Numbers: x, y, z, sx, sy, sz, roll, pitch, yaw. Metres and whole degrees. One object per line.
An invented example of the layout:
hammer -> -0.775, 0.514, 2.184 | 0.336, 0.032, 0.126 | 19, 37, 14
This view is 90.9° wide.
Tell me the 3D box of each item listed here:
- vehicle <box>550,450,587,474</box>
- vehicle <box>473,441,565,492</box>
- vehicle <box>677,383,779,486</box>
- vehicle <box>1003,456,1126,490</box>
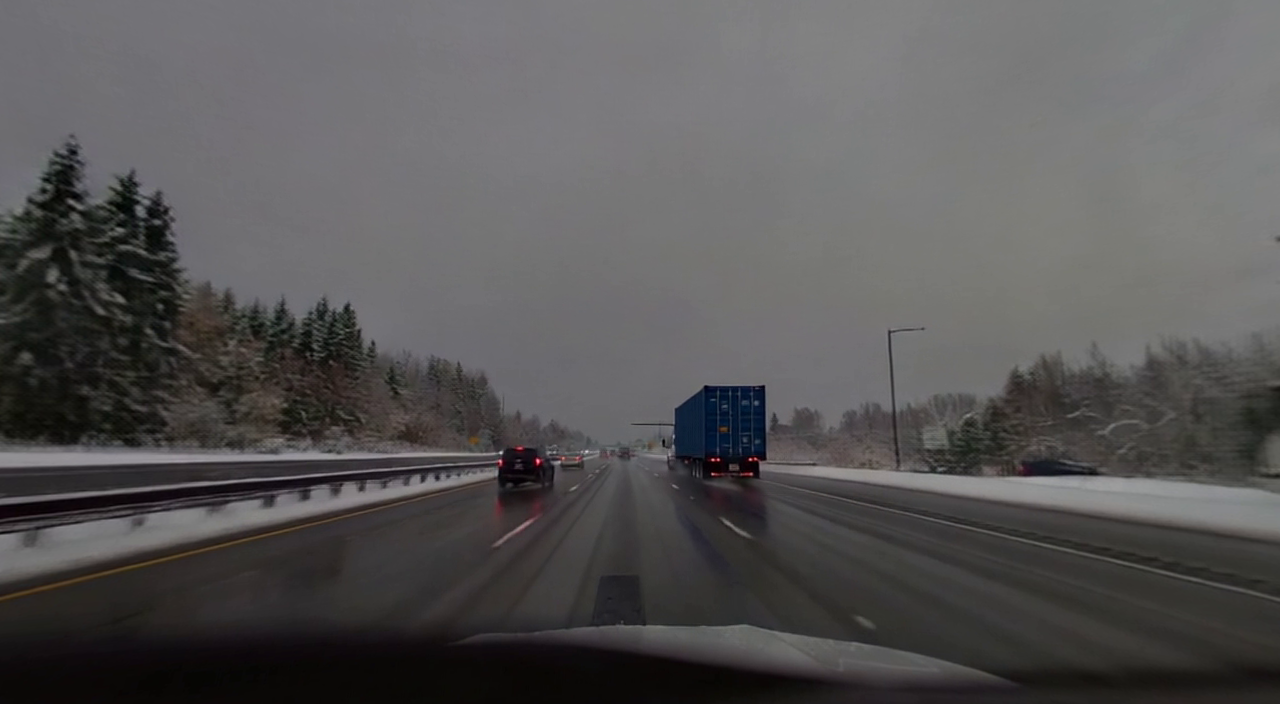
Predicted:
vehicle -> -4.718, 7.273, 41.816 | 2.063, 1.532, 3.763 | 0, -9, -1
vehicle -> -4.261, 4.154, 23.184 | 2.370, 1.647, 5.091 | 0, -9, 0
vehicle -> 3.819, 4.233, 31.282 | 2.821, 4.046, 12.876 | 0, -9, -2
vehicle -> 19.974, 5.684, 29.970 | 1.989, 1.430, 4.811 | 1, -9, -10
